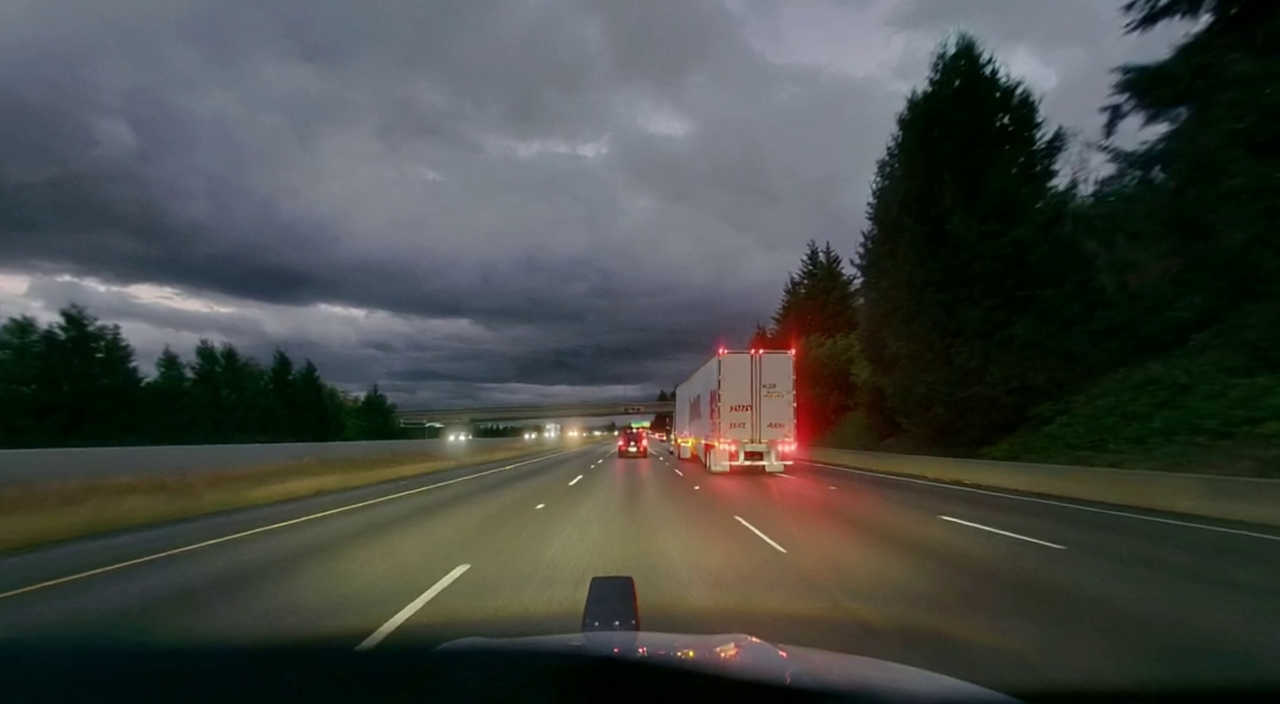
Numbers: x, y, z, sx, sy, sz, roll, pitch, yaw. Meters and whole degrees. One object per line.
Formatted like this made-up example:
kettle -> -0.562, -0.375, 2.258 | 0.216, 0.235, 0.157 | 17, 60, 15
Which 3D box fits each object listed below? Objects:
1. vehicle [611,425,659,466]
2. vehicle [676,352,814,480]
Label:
vehicle -> -0.288, 4.743, 32.274 | 2.277, 1.913, 4.510 | 0, -8, -2
vehicle -> 3.687, 2.920, 26.843 | 2.987, 4.021, 14.105 | 0, -8, -2
